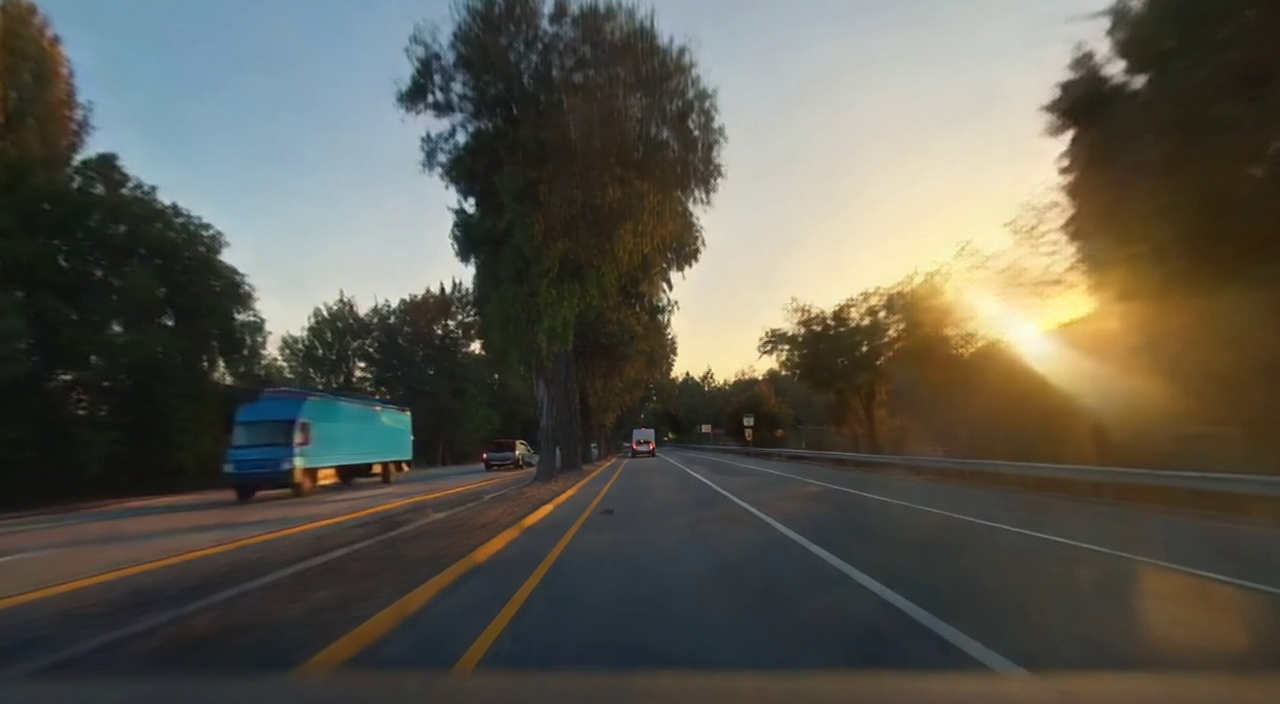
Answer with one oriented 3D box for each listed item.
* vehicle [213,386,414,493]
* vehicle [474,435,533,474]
[{"bbox_3d":[-14.836,4.277,30.594,2.905,4.091,12.827,0,-8,0],"label":"vehicle"},{"bbox_3d":[-7.122,5.392,33.292,2.068,1.897,4.372,0,-8,1],"label":"vehicle"}]
